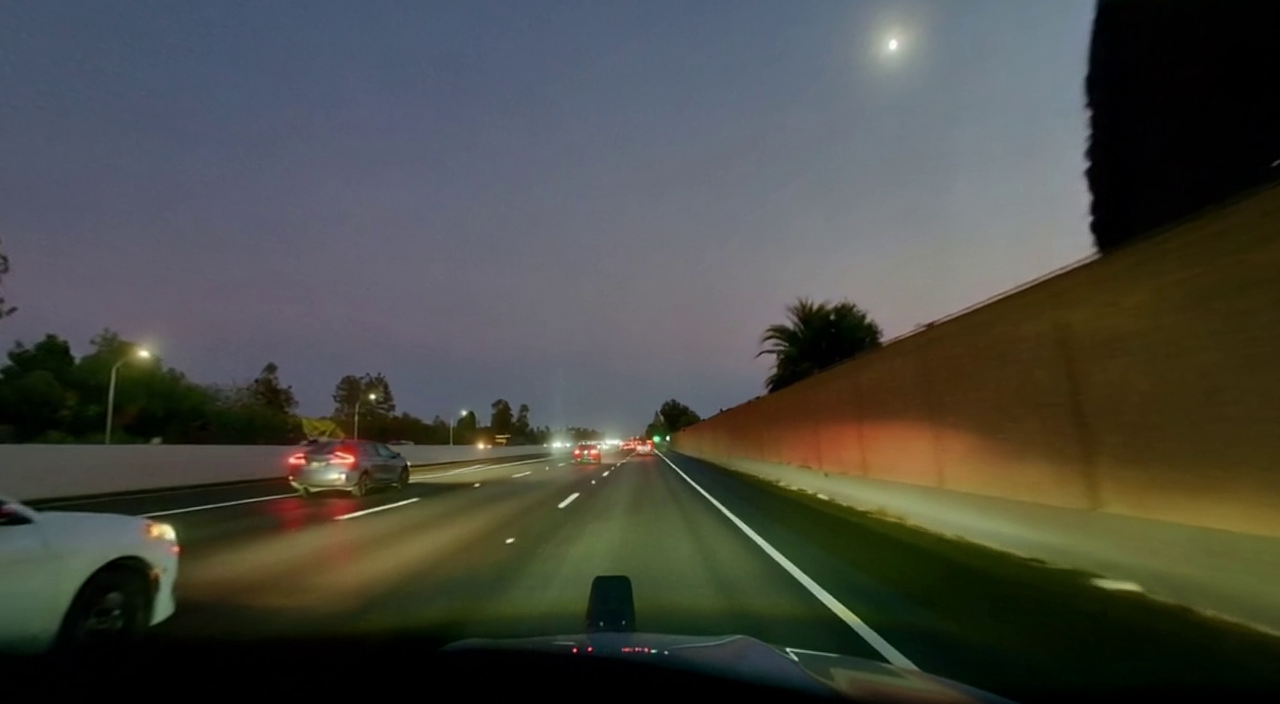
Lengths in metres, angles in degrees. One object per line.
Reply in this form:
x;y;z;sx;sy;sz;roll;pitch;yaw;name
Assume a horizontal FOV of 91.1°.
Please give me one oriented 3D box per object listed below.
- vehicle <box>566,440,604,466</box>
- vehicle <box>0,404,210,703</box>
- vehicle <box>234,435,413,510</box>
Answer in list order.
-3.585;6.633;41.532;2.036;1.636;4.511;0;-8;1;vehicle
-3.753;0.807;1.547;1.945;1.484;4.803;0;-8;1;vehicle
-7.142;2.726;14.777;1.942;1.502;4.216;0;-8;1;vehicle
